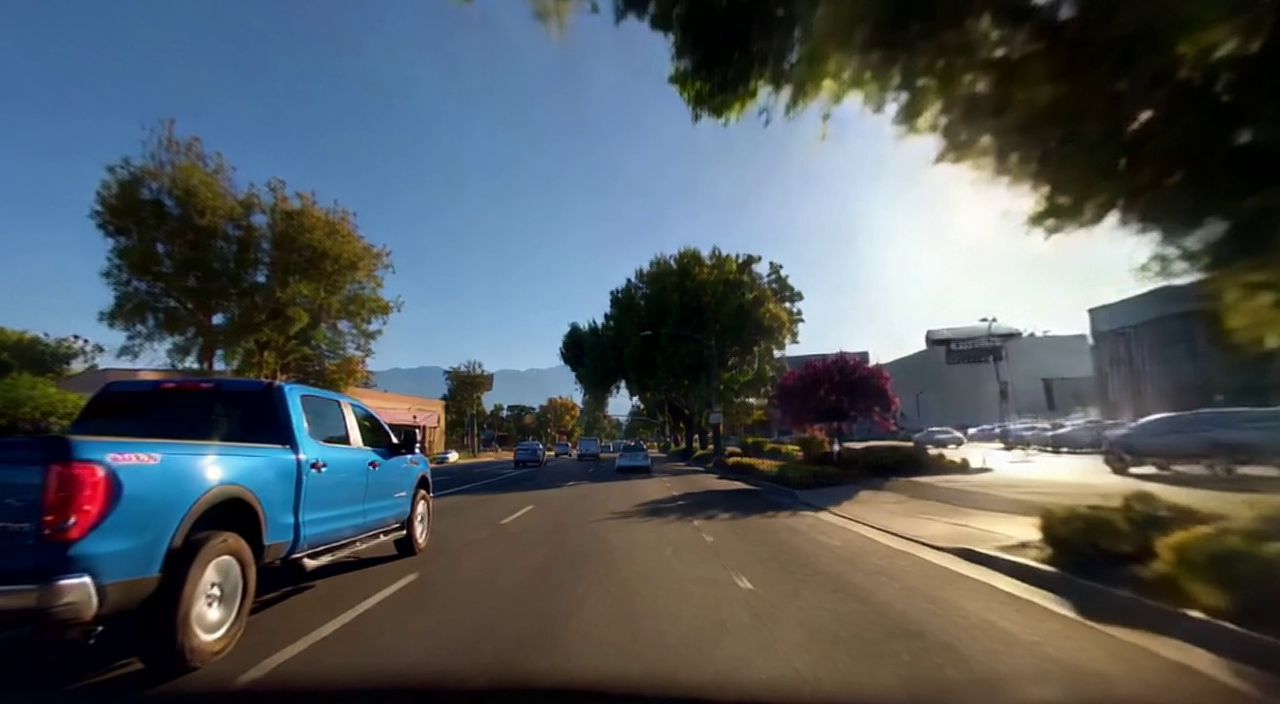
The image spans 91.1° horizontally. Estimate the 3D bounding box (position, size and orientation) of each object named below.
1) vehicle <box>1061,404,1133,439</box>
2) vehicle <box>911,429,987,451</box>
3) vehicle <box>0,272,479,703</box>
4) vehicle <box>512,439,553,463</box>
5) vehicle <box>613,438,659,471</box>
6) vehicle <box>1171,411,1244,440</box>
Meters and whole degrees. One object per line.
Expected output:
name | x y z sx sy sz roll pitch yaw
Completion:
vehicle | 34.795 5.347 47.771 5.297 2.323 2.378 6 -11 -31
vehicle | 22.701 6.503 46.145 4.767 1.443 1.978 -6 -10 29
vehicle | -3.688 1.159 5.391 2.552 2.079 6.810 0 -8 2
vehicle | -8.210 7.616 48.445 2.146 1.788 5.153 0 -8 1
vehicle | -0.197 5.265 32.484 2.191 1.530 4.470 0 -8 0
vehicle | 35.407 4.581 39.119 4.773 1.647 2.003 4 -11 -33
